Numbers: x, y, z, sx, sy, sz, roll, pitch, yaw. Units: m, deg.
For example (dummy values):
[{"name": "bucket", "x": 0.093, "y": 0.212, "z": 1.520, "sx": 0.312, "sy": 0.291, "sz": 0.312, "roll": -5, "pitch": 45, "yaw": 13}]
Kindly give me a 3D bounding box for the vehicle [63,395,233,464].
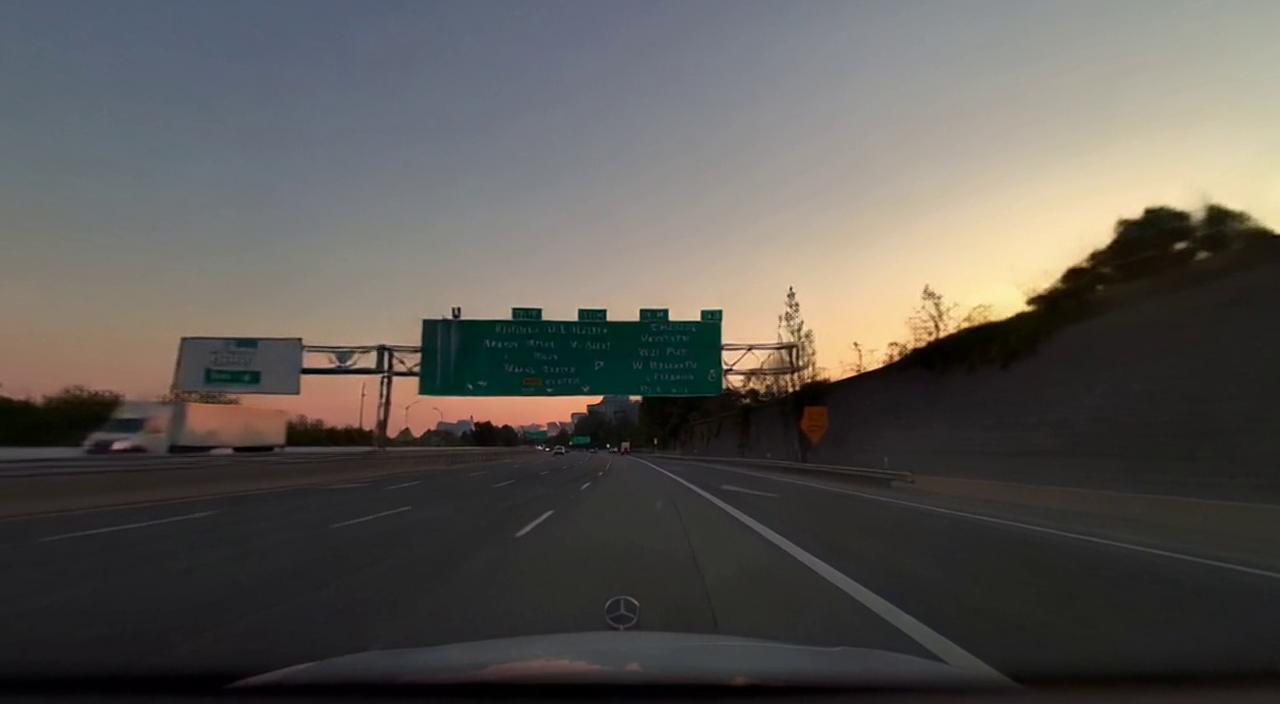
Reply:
[{"name": "vehicle", "x": -31.824, "y": 5.277, "z": 41.610, "sx": 2.947, "sy": 3.997, "sz": 10.418, "roll": 0, "pitch": -9, "yaw": -2}]
